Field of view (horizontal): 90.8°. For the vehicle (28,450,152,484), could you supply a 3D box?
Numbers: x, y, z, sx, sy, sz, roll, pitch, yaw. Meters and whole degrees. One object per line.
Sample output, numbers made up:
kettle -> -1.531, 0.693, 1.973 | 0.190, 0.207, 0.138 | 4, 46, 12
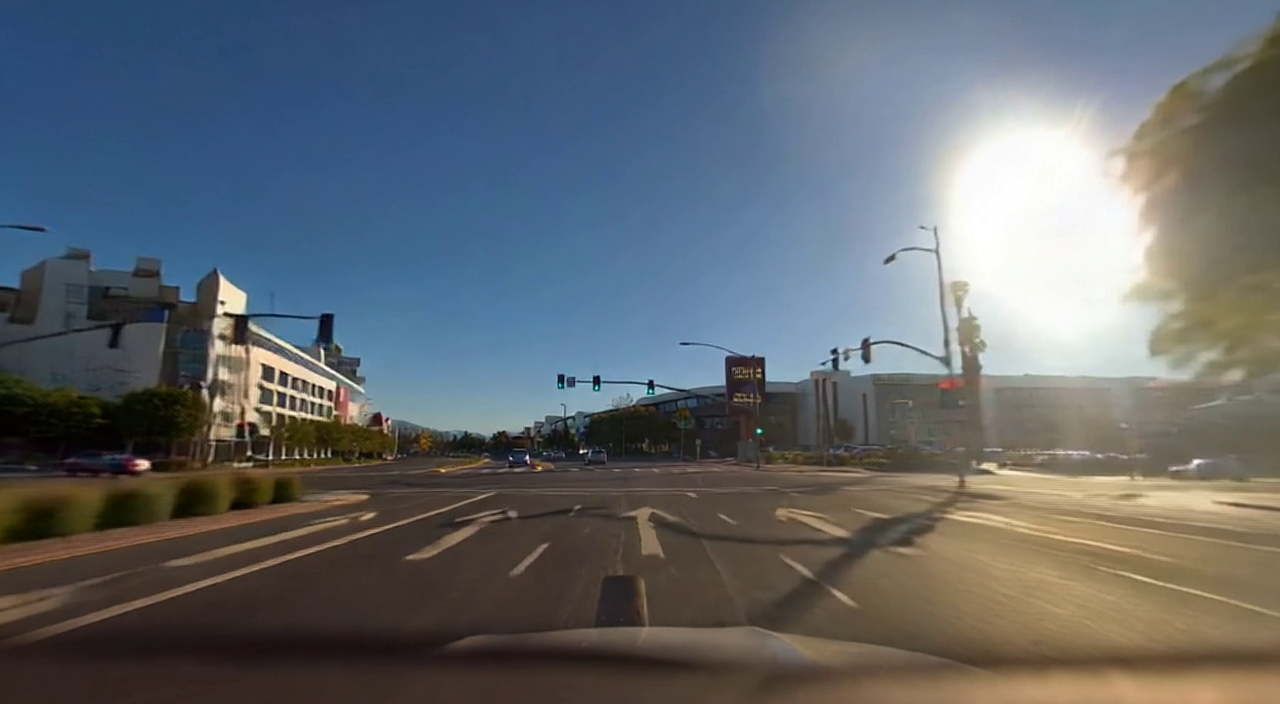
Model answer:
vehicle -> -35.607, 7.427, 41.016 | 6.154, 2.082, 2.181 | 0, -8, 4
